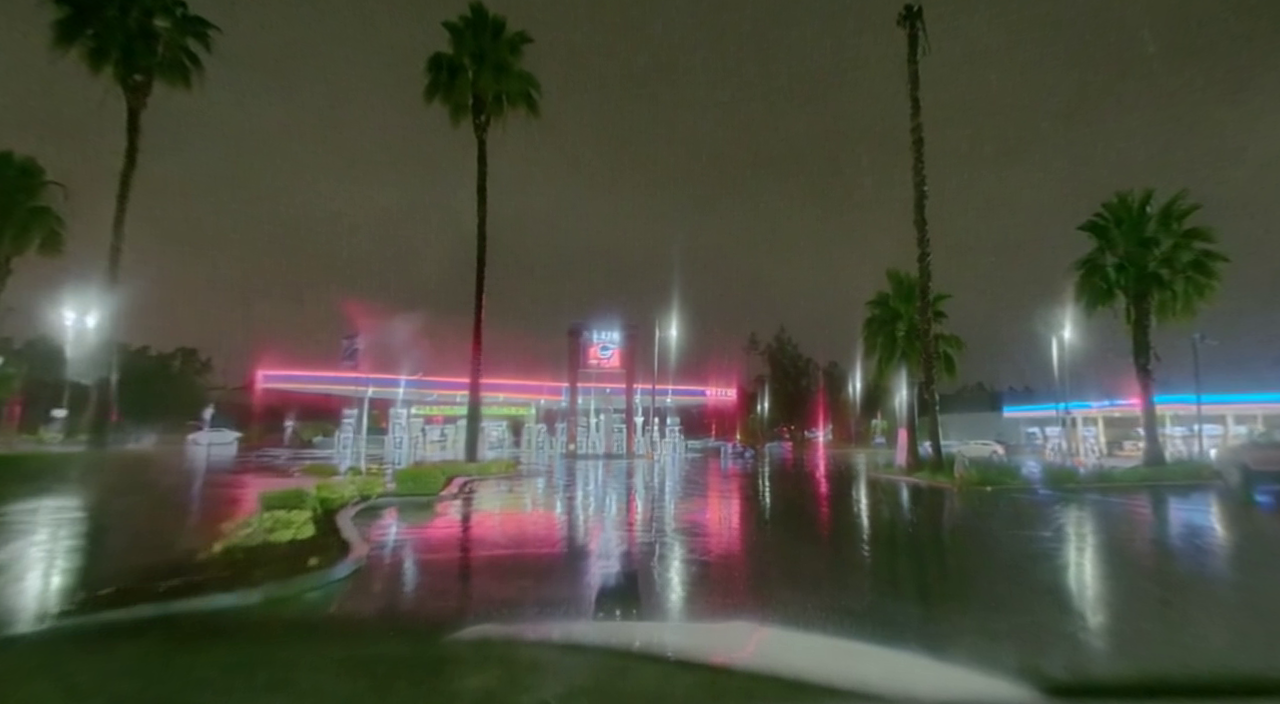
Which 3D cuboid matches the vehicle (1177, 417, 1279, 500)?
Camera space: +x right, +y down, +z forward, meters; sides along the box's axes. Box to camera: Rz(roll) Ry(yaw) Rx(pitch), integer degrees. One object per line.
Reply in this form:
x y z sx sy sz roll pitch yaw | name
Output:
15.434 2.413 14.329 2.028 1.850 4.731 1 -8 -6 | vehicle
